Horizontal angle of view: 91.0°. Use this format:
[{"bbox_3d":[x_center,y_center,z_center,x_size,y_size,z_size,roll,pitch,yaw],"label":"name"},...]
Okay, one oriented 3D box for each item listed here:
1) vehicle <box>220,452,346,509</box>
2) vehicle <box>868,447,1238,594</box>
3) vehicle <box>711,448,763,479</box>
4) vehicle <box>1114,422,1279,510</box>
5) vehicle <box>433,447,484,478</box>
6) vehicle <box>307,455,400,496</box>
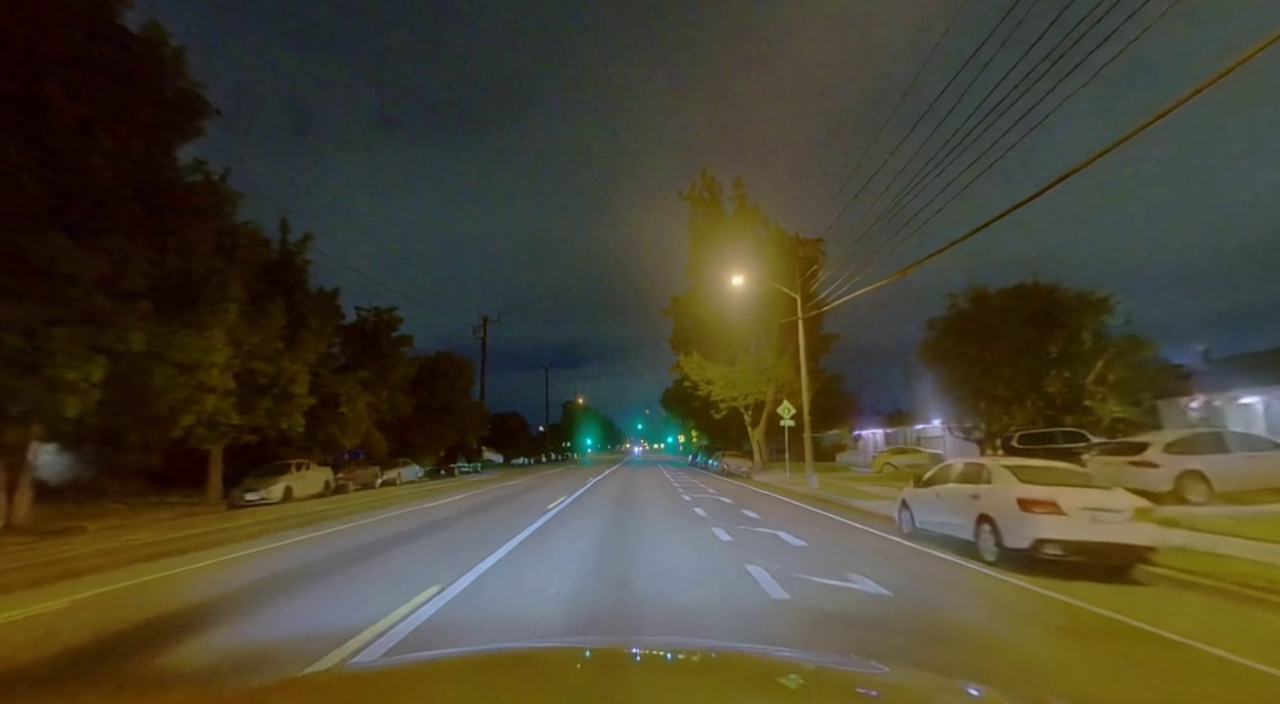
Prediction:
[{"bbox_3d":[-12.357,4.432,22.173,1.999,1.650,4.381,-3,-9,-2],"label":"vehicle"},{"bbox_3d":[5.043,2.066,8.708,2.022,1.464,4.462,0,-9,-1],"label":"vehicle"},{"bbox_3d":[4.976,5.726,32.723,1.924,1.471,4.259,0,-9,-1],"label":"vehicle"},{"bbox_3d":[12.523,2.282,12.780,4.110,1.622,1.985,0,-9,0],"label":"vehicle"},{"bbox_3d":[-12.194,7.458,42.668,2.116,1.875,4.675,-3,-9,0],"label":"vehicle"},{"bbox_3d":[-12.214,5.275,27.192,1.877,1.474,4.419,-2,-9,1],"label":"vehicle"}]
